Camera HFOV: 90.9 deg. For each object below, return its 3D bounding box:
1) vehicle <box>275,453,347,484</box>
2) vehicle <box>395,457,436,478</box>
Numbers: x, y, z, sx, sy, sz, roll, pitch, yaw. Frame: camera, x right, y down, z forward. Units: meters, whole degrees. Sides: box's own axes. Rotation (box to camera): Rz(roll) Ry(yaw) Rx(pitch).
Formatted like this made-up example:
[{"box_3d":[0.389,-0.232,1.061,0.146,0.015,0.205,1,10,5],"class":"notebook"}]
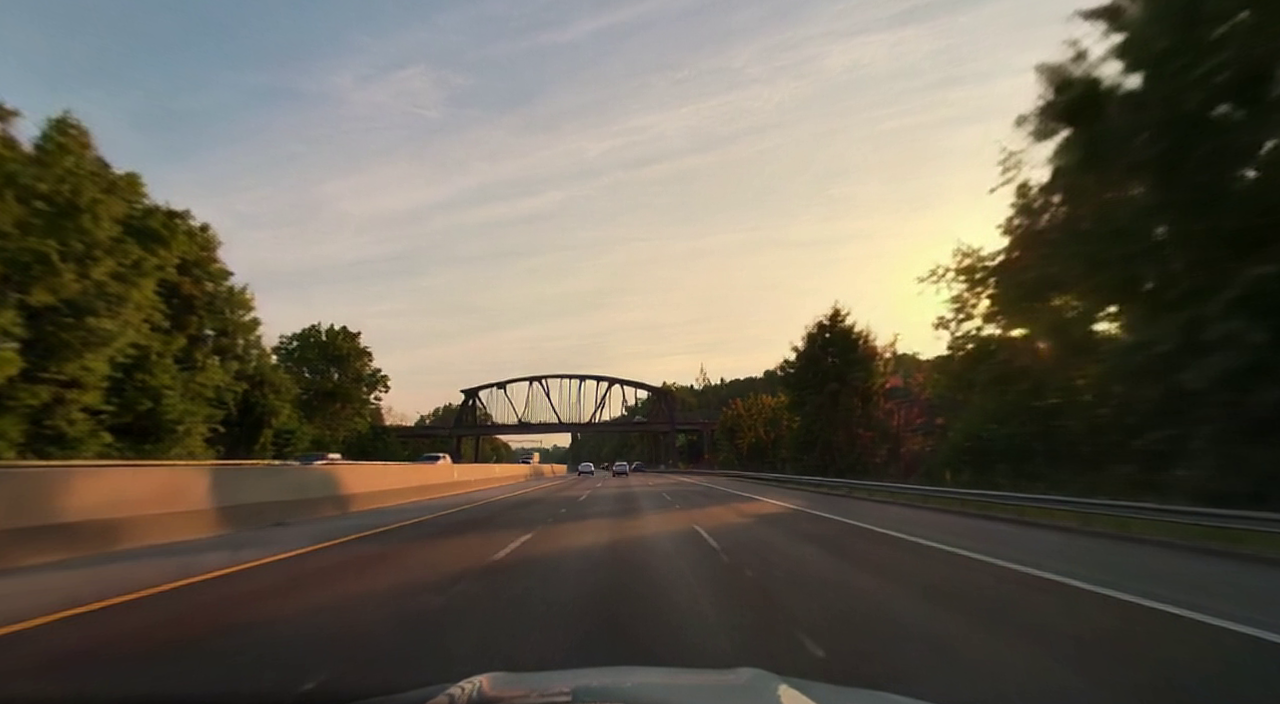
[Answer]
[{"box_3d":[-17.055,6.073,32.851,1.763,1.450,3.772,1,-10,-1],"class":"vehicle"},{"box_3d":[-17.073,8.830,48.088,1.868,1.456,3.665,1,-10,-2],"class":"vehicle"}]
